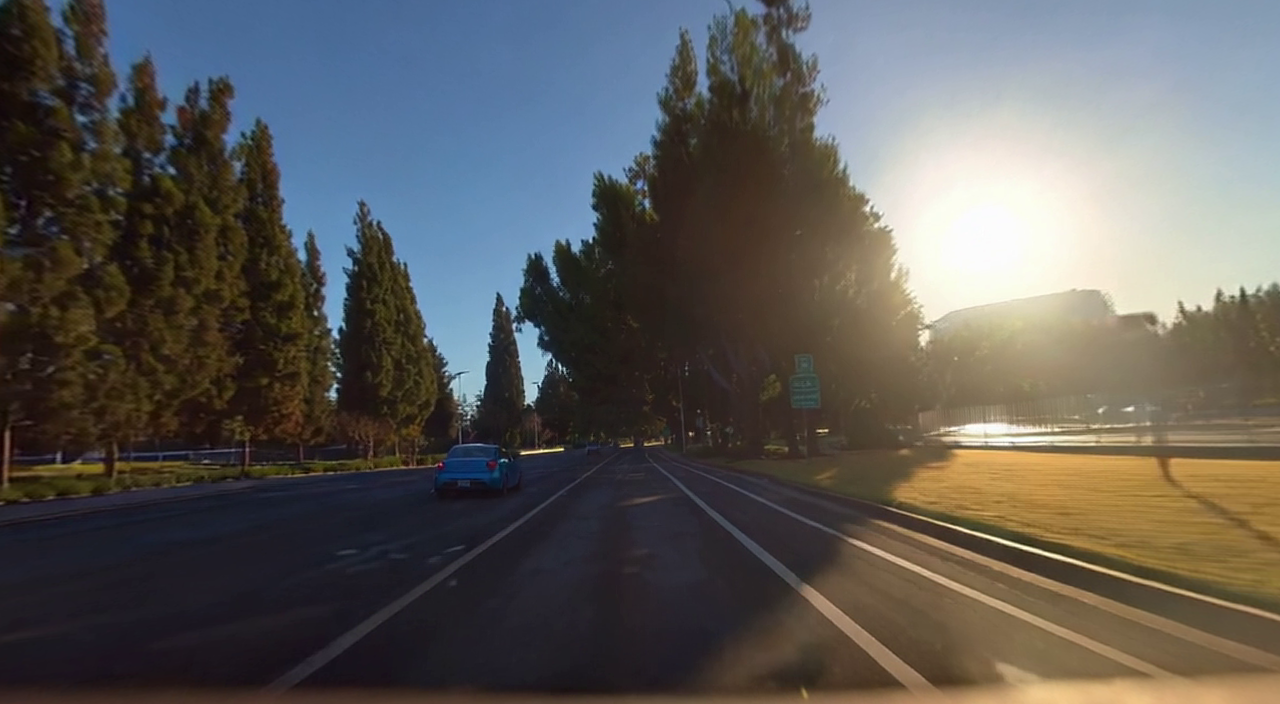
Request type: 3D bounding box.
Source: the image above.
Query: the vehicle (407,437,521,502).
[{"bbox_3d":[-4.485,3.041,16.796,1.964,1.472,4.078,0,-8,-2],"label":"vehicle"}]
